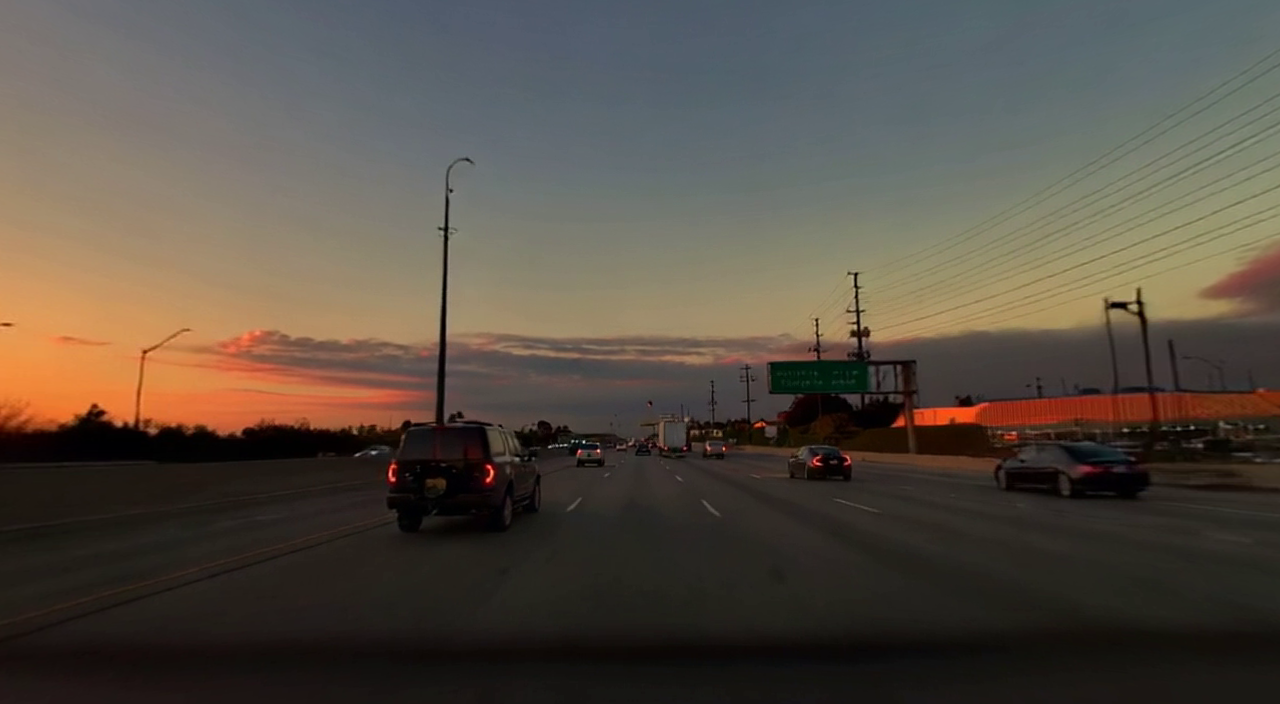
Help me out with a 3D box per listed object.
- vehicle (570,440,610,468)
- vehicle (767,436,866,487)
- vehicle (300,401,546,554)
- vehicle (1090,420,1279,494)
[{"bbox_3d":[-2.800,5.876,36.346,1.929,1.521,4.097,0,-9,1],"label":"vehicle"},{"bbox_3d":[5.768,3.635,21.197,1.980,1.501,4.433,0,-9,-1],"label":"vehicle"},{"bbox_3d":[-2.917,1.833,9.819,2.130,1.799,4.583,0,-9,1],"label":"vehicle"},{"bbox_3d":[26.057,5.090,30.648,2.893,3.189,6.320,2,-9,-8],"label":"vehicle"}]
